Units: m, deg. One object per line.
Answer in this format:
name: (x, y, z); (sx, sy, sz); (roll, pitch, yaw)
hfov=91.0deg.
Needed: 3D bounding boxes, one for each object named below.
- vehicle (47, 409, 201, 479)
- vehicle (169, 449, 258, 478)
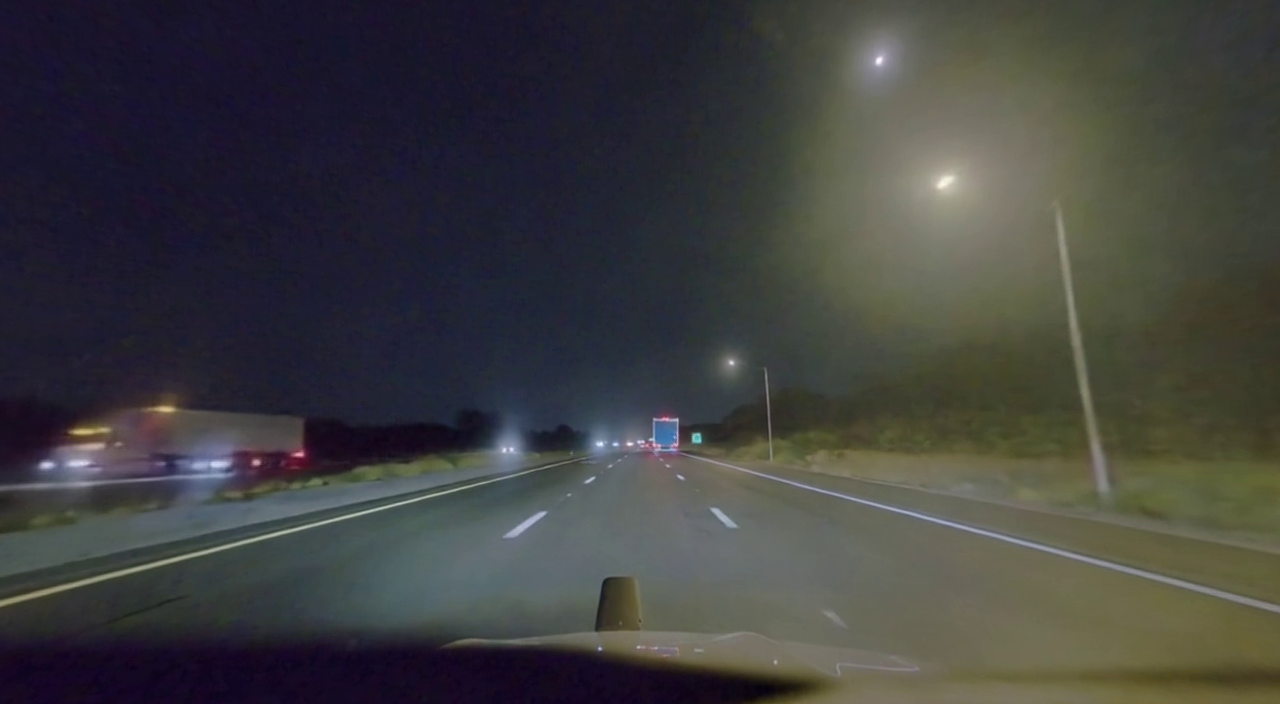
vehicle: (-32.187, 5.836, 39.869); (2.971, 3.991, 7.701); (0, -9, 0)
vehicle: (-25.696, 6.698, 38.209); (1.910, 1.574, 4.814); (0, -9, 2)
